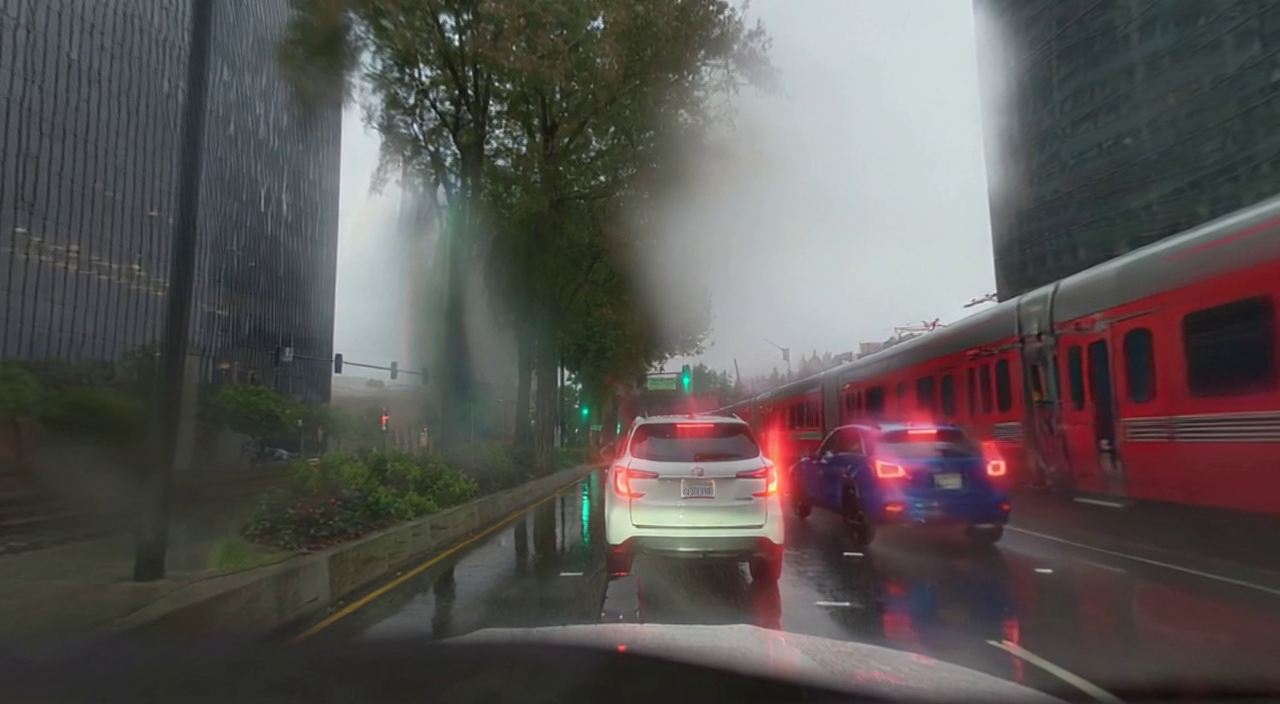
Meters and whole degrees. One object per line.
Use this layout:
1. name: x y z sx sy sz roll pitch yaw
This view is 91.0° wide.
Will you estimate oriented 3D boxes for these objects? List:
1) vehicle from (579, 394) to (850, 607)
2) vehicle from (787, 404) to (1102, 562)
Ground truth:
1. vehicle: 0.493 1.498 7.182 2.190 1.684 4.084 0 -9 -3
2. vehicle: 3.868 1.775 9.264 2.212 1.709 4.715 0 -9 -1
